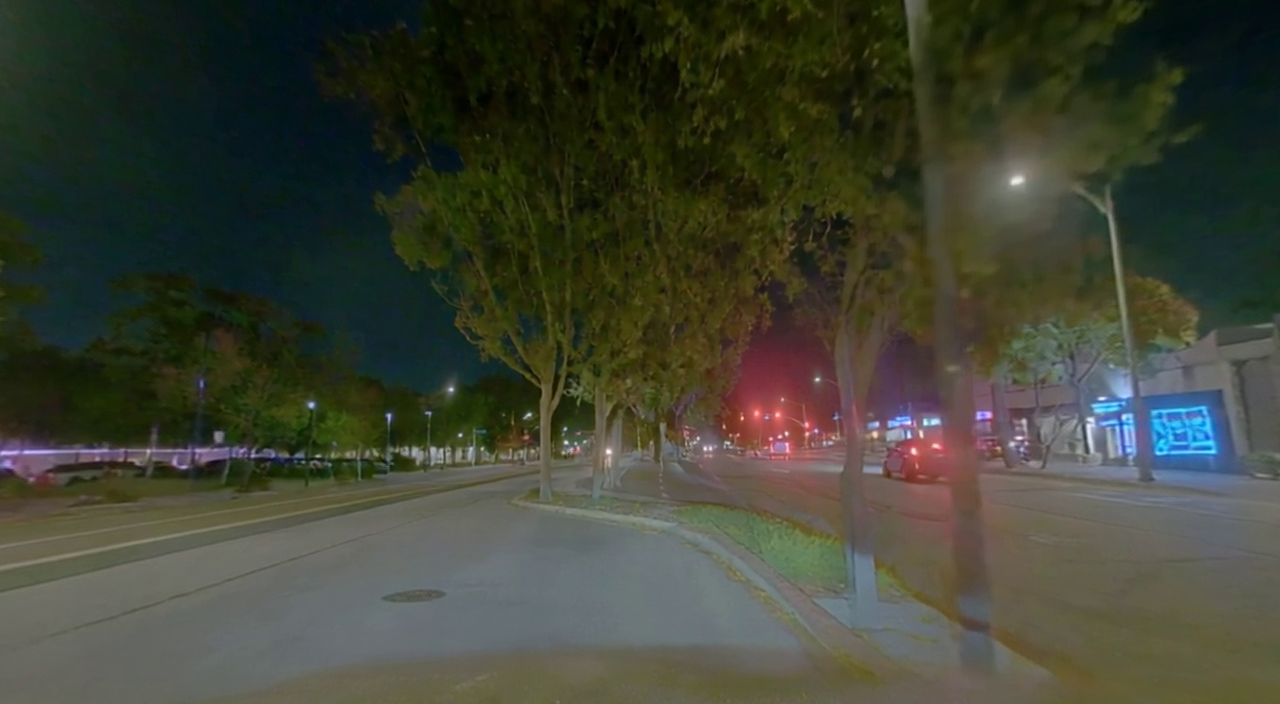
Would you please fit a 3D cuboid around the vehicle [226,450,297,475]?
[{"bbox_3d":[-28.597,8.295,47.647,5.483,1.719,2.112,-5,-10,31],"label":"vehicle"}]

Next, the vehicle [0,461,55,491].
[{"bbox_3d":[-35.375,6.996,35.906,4.157,1.458,2.130,-6,-10,34],"label":"vehicle"}]

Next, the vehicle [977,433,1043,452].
[{"bbox_3d":[27.828,6.857,47.606,3.839,1.386,1.816,-1,-9,6],"label":"vehicle"}]

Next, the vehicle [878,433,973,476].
[{"bbox_3d":[12.054,4.360,27.067,2.100,1.638,4.545,0,-9,2],"label":"vehicle"}]

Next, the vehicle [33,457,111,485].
[{"bbox_3d":[-34.276,7.123,38.067,5.124,1.541,2.121,-6,-10,33],"label":"vehicle"}]

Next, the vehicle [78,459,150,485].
[{"bbox_3d":[-34.882,7.892,41.874,4.416,1.541,2.102,-5,-10,30],"label":"vehicle"}]
